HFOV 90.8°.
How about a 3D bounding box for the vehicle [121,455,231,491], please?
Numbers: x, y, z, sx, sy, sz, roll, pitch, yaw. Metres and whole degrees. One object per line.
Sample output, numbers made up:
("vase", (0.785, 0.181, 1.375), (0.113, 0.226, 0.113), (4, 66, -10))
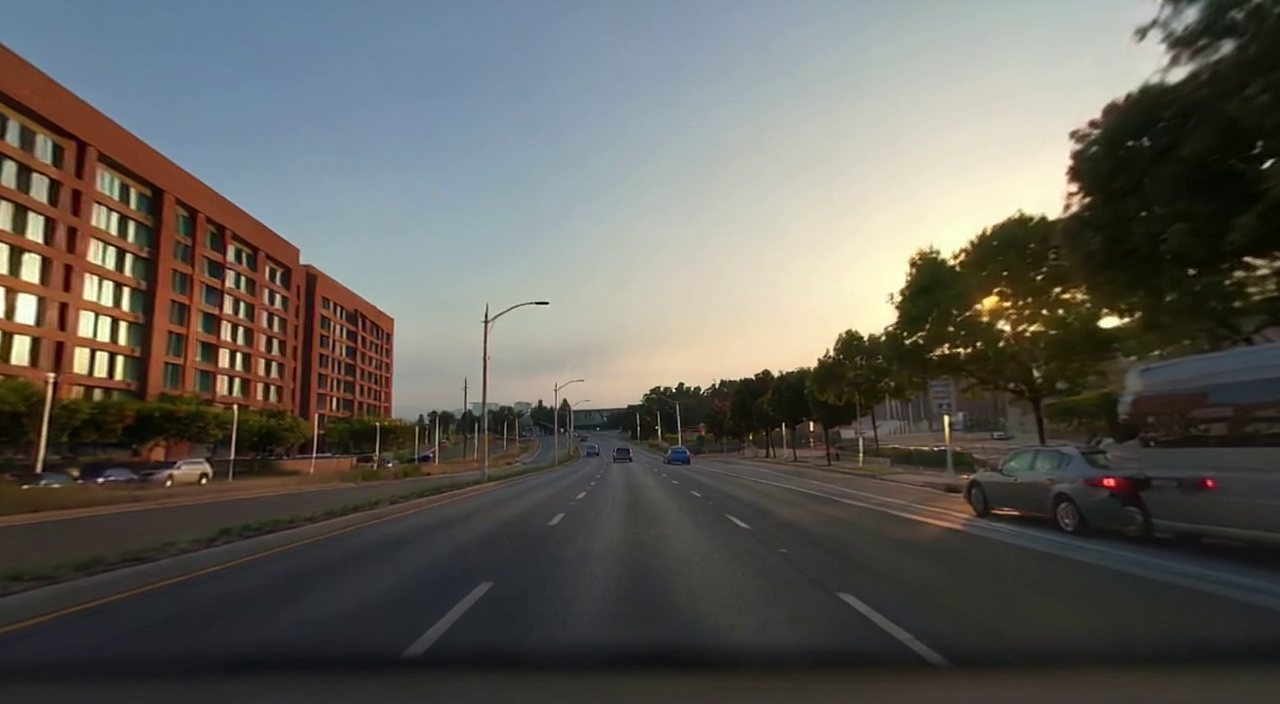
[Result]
("vehicle", (-29.711, 7.733, 40.859), (2.474, 1.971, 6.358), (0, -8, -2))

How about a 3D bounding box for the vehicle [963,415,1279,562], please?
("vehicle", (7.172, 1.972, 9.914), (2.017, 1.743, 4.453), (-1, -8, 3))

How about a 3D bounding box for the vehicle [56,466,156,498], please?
("vehicle", (-29.600, 7.178, 35.239), (1.742, 1.473, 4.529), (0, -8, -2))

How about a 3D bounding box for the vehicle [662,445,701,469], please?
("vehicle", (2.694, 6.979, 42.228), (2.090, 1.506, 4.382), (0, -8, -3))

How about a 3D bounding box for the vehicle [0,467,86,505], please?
("vehicle", (-29.211, 6.357, 29.799), (1.854, 1.450, 4.937), (-4, -7, -2))
